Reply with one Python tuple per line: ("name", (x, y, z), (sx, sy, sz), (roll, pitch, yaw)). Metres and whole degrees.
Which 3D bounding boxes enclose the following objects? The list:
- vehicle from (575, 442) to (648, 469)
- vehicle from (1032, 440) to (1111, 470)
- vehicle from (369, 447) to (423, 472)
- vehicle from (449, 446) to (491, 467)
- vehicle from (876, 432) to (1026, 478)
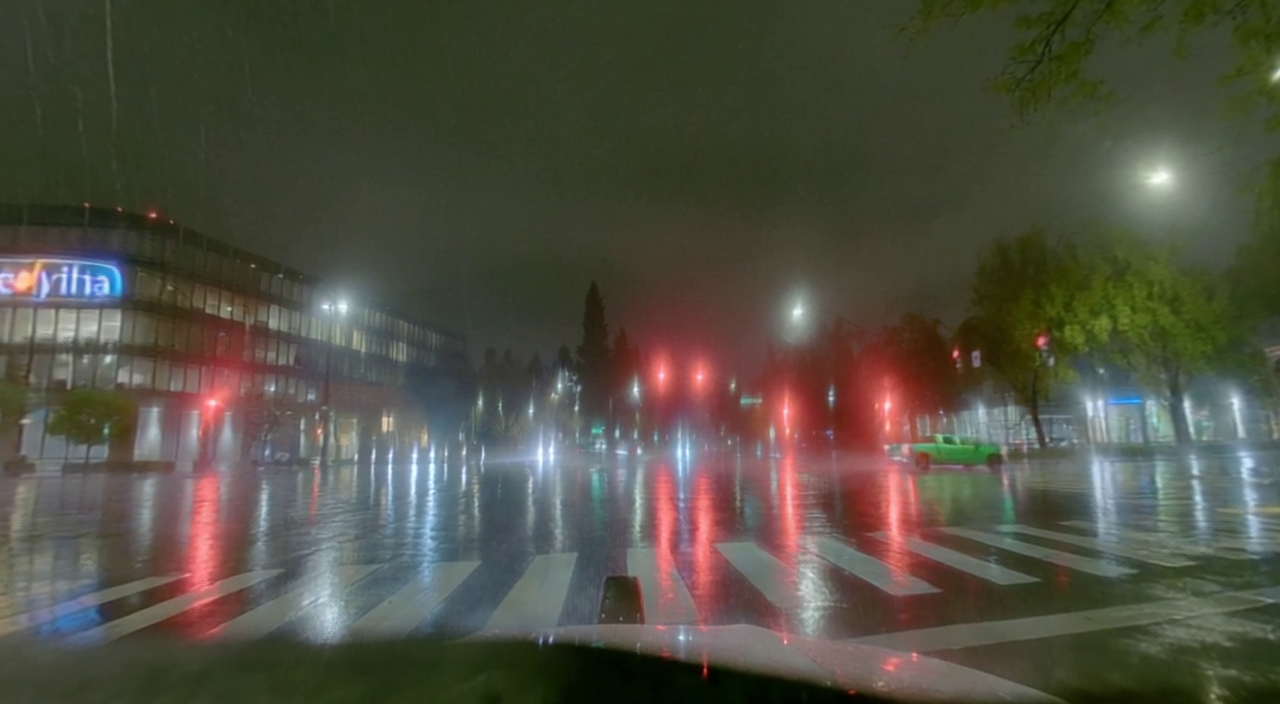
("vehicle", (-1.700, 5.946, 36.467), (1.879, 1.464, 4.457), (7, -11, -39))
("vehicle", (26.361, 6.272, 38.574), (4.541, 1.731, 2.007), (5, -10, -28))
("vehicle", (-16.249, 7.146, 42.250), (1.883, 1.586, 4.297), (0, -9, 0))
("vehicle", (-12.608, 7.762, 47.081), (1.946, 1.474, 4.008), (0, -9, 0))
("vehicle", (14.037, 4.664, 28.723), (5.667, 1.927, 2.289), (1, -9, -7))
